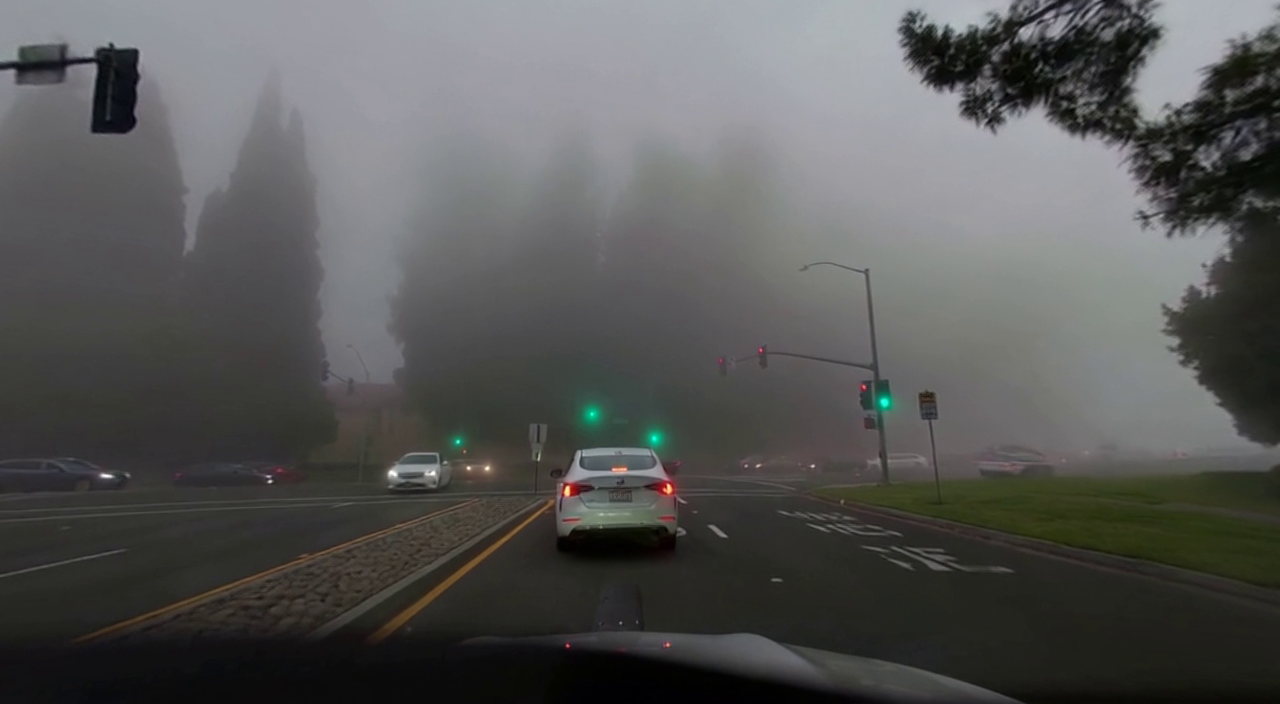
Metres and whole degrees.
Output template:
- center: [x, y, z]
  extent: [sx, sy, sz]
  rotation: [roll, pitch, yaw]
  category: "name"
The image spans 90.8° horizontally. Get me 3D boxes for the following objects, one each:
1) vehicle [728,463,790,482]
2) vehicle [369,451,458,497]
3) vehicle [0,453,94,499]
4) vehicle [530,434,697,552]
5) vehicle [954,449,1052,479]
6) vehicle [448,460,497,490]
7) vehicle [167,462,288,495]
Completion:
- center: [9.070, 9.175, 48.257]
  extent: [4.254, 1.359, 1.895]
  rotation: [2, -9, -15]
  category: "vehicle"
- center: [-7.952, 4.287, 22.673]
  extent: [2.073, 1.459, 4.495]
  rotation: [1, -9, -8]
  category: "vehicle"
- center: [-25.759, 5.002, 25.687]
  extent: [4.877, 1.754, 1.978]
  rotation: [2, -9, -13]
  category: "vehicle"
- center: [-0.370, 2.125, 10.201]
  extent: [2.112, 1.479, 4.264]
  rotation: [0, -9, -1]
  category: "vehicle"
- center: [19.521, 5.978, 33.974]
  extent: [4.601, 1.485, 1.929]
  rotation: [3, -9, -19]
  category: "vehicle"
- center: [-9.790, 7.182, 37.210]
  extent: [2.078, 1.534, 4.646]
  rotation: [1, -9, -6]
  category: "vehicle"
- center: [-20.062, 6.140, 30.929]
  extent: [4.548, 1.449, 1.802]
  rotation: [2, -9, -13]
  category: "vehicle"
